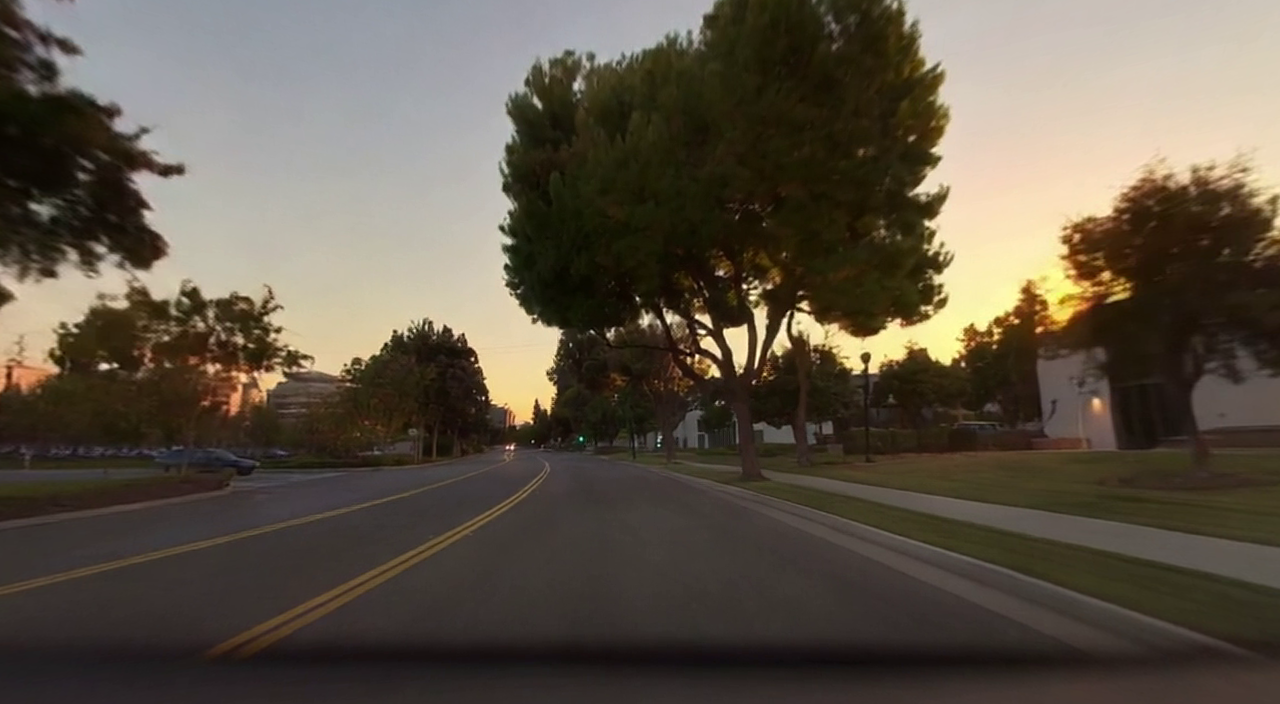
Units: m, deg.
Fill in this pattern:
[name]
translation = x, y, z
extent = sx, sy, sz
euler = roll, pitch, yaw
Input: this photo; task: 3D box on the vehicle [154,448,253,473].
[vehicle]
translation = -26.754, 6.657, 38.876
extent = 4.527, 1.441, 2.024
euler = 1, -8, -5
